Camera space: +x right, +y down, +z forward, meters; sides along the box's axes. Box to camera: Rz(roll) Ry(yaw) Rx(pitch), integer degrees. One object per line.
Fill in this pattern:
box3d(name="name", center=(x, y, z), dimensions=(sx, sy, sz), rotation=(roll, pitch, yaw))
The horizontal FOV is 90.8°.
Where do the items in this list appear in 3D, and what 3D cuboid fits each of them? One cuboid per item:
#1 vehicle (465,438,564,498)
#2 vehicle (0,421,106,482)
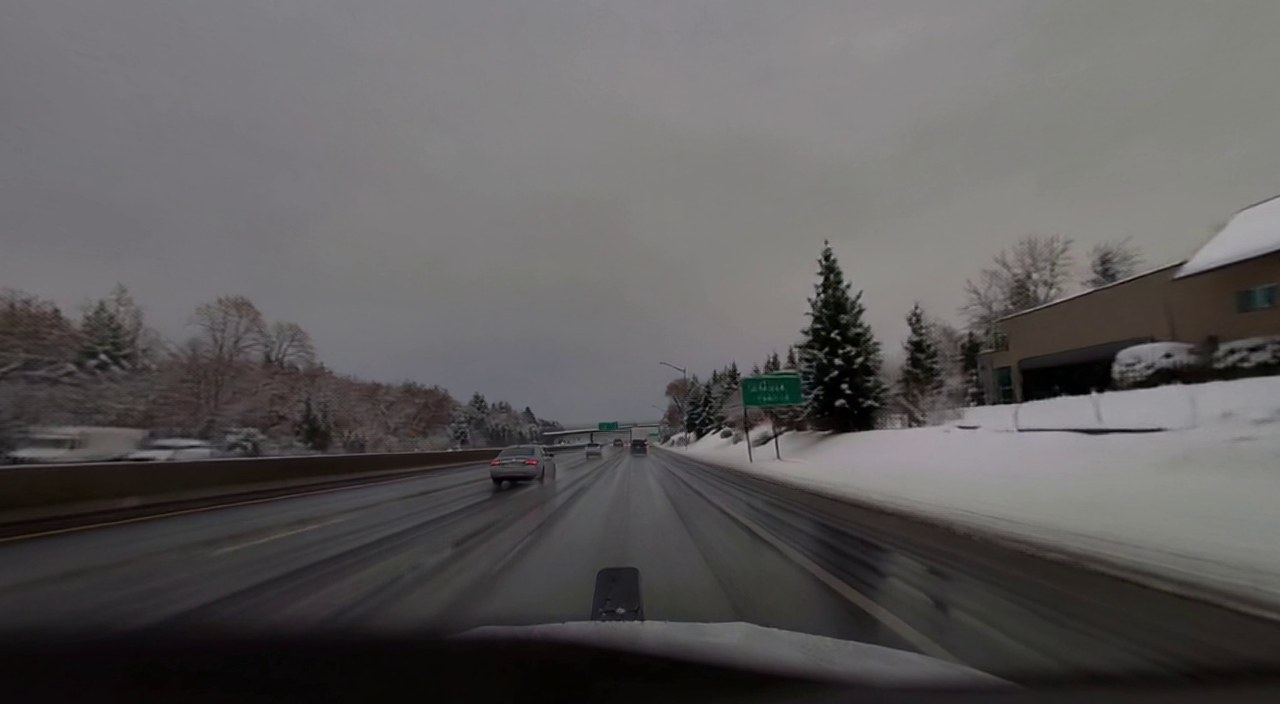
box3d(name="vehicle", center=(-3.345, 3.192, 17.729), dimensions=(1.920, 1.463, 4.134), rotation=(0, -8, 0))
box3d(name="vehicle", center=(-39.586, 6.633, 42.191), dimensions=(3.158, 3.804, 5.041), rotation=(0, -9, -1))
